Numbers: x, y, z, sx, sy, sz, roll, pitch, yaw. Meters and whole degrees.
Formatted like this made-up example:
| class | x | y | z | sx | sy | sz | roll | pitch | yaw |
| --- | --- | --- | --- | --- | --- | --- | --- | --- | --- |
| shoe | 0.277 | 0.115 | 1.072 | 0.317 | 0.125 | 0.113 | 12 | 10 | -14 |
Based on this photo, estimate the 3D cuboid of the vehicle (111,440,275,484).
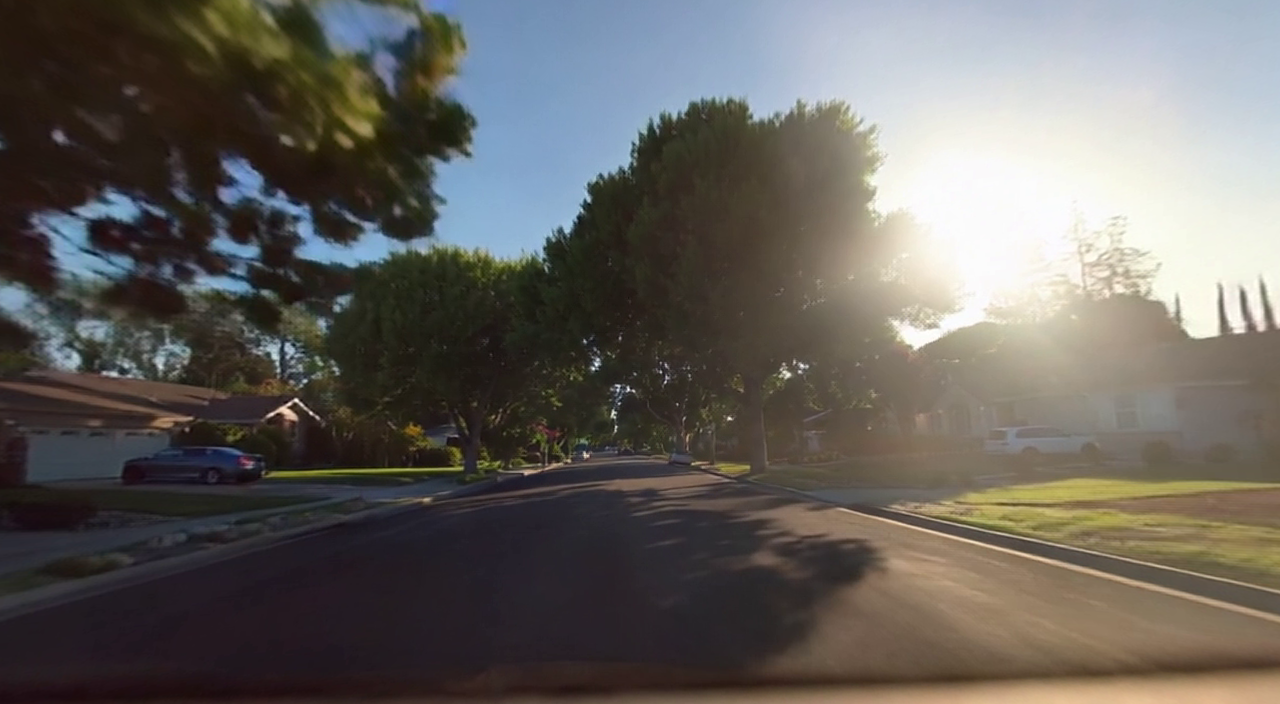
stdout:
| class | x | y | z | sx | sy | sz | roll | pitch | yaw |
| --- | --- | --- | --- | --- | --- | --- | --- | --- | --- |
| vehicle | -16.032 | 3.970 | 22.768 | 4.351 | 1.474 | 2.015 | 0 | -9 | -2 |

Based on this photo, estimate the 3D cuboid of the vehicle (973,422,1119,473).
| class | x | y | z | sx | sy | sz | roll | pitch | yaw |
| --- | --- | --- | --- | --- | --- | --- | --- | --- | --- |
| vehicle | 15.129 | 3.558 | 23.523 | 4.468 | 1.728 | 2.135 | 3 | -9 | -19 |
